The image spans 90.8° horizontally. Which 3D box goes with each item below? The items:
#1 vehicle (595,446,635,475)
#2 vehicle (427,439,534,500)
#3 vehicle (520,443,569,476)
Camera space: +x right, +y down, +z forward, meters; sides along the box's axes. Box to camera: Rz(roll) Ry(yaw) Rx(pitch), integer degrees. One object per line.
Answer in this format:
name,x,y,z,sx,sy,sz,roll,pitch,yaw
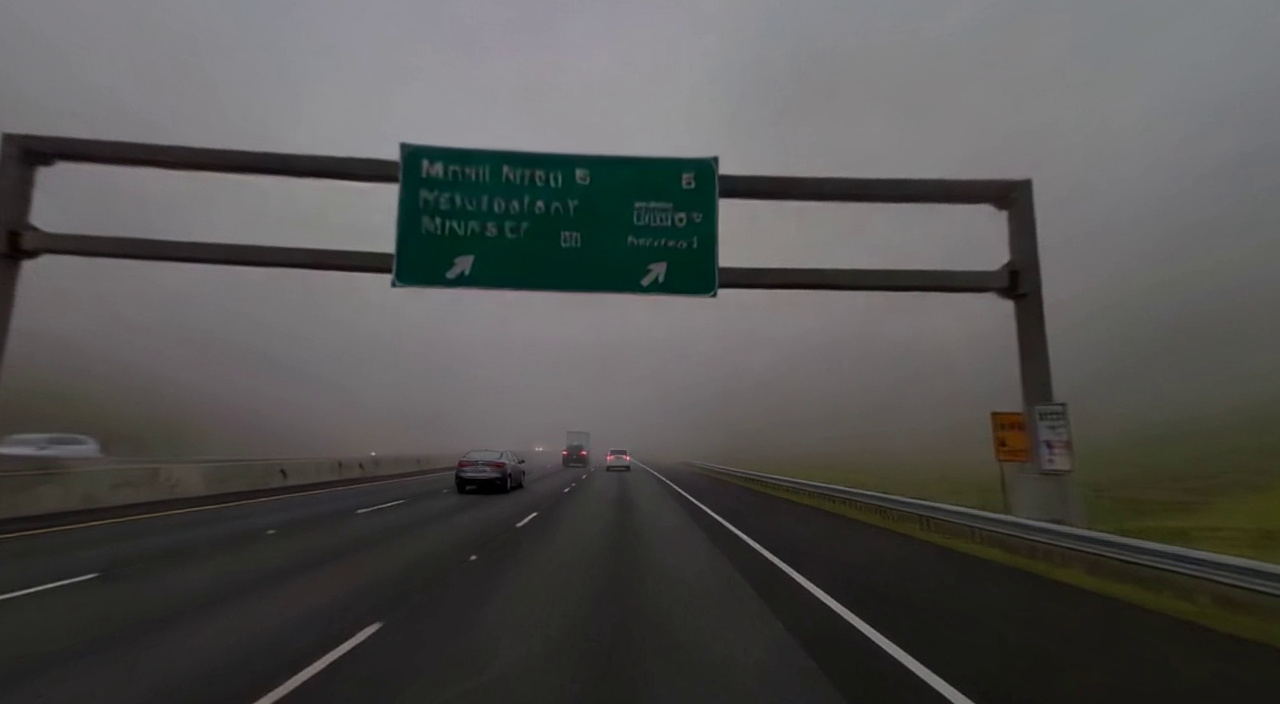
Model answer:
vehicle,-1.351,5.830,33.996,1.988,1.440,4.201,0,-9,-3
vehicle,-4.634,3.478,19.059,2.208,1.619,4.162,0,-9,-1
vehicle,-5.147,5.836,34.427,2.118,1.624,4.032,0,-9,-1
